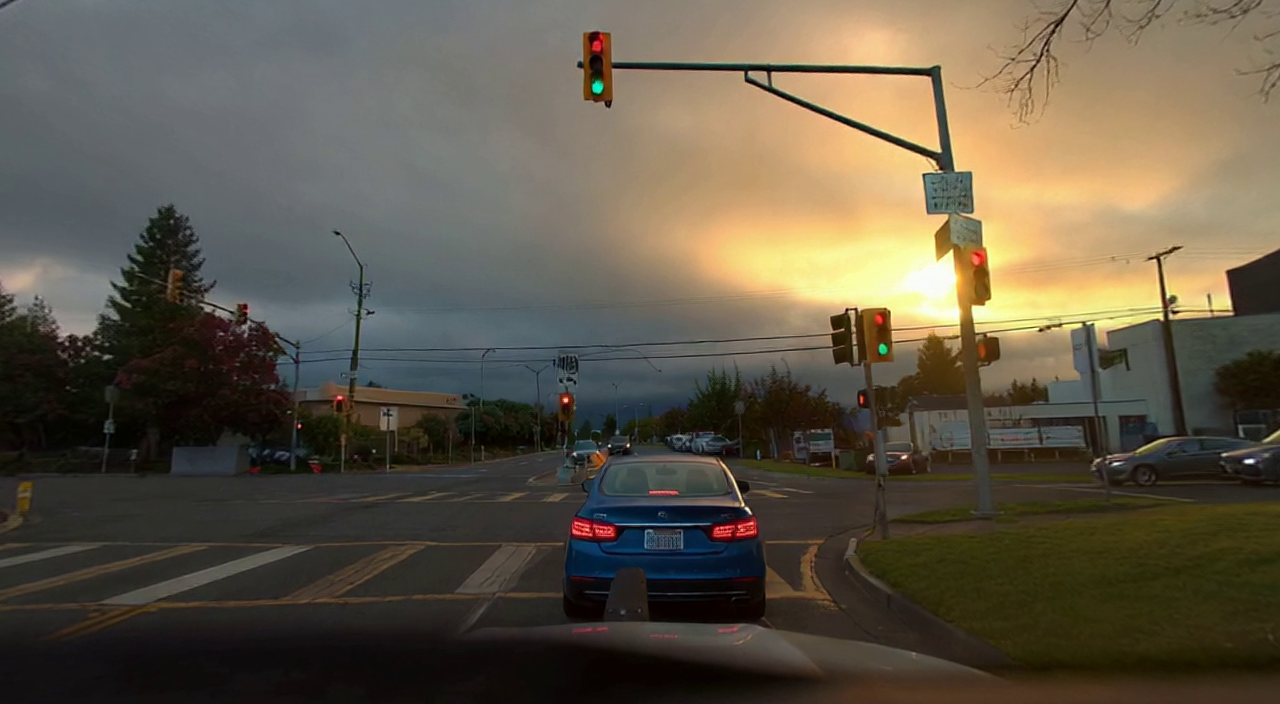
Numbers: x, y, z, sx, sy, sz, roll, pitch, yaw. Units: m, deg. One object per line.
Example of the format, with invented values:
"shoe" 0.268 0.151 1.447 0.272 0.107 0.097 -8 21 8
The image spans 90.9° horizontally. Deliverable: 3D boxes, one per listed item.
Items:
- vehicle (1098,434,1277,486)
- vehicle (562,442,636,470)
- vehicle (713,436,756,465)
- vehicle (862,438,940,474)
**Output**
"vehicle" 16.807 3.321 19.510 3.876 1.512 1.784 0 -8 -1
"vehicle" -2.448 6.152 37.556 3.991 1.526 1.868 -4 -9 30
"vehicle" 6.921 7.189 46.184 1.491 2.041 2.964 6 -9 -33
"vehicle" 12.397 5.041 30.269 1.922 1.529 3.964 0 -12 -1
